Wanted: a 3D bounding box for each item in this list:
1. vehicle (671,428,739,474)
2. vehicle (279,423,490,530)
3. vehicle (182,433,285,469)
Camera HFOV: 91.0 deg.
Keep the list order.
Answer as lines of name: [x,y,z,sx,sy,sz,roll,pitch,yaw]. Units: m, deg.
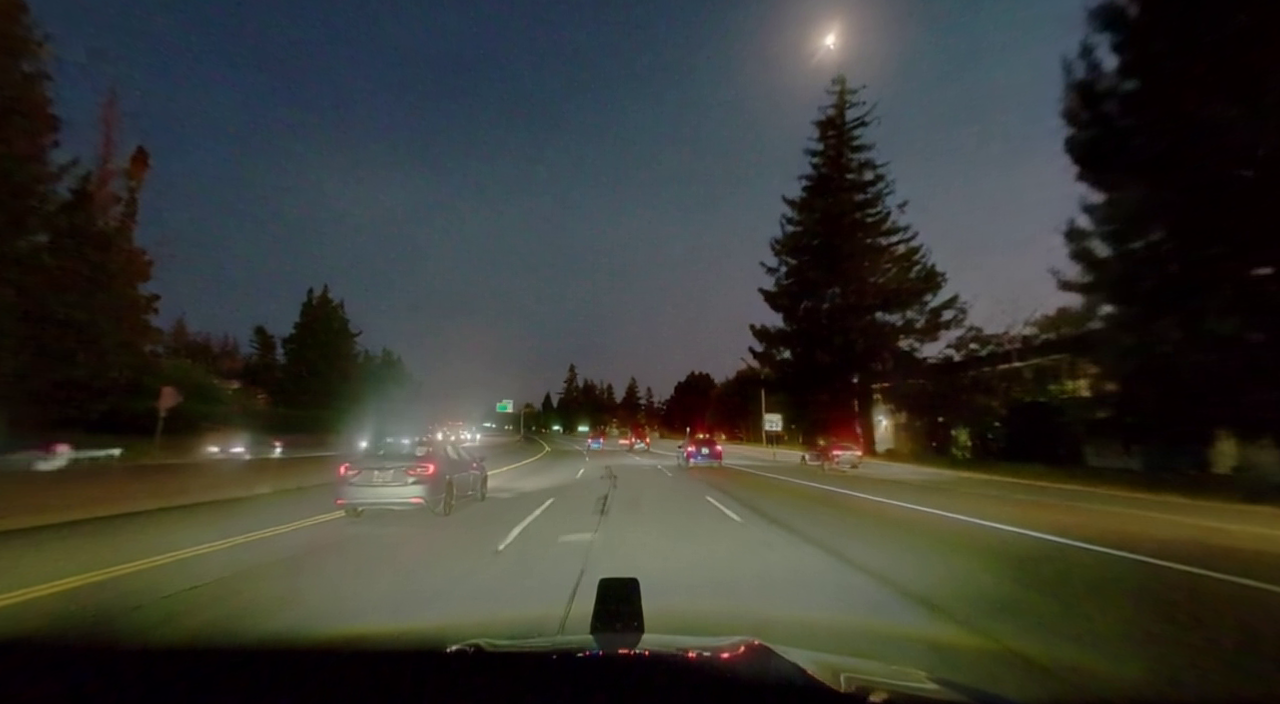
vehicle: [2.528,3.966,25.476,2.092,1.686,4.188,0,-8,-3]
vehicle: [-4.268,2.146,11.462,2.036,1.528,4.400,0,-8,-1]
vehicle: [-17.686,4.330,27.632,1.910,1.461,3.908,0,-8,0]
